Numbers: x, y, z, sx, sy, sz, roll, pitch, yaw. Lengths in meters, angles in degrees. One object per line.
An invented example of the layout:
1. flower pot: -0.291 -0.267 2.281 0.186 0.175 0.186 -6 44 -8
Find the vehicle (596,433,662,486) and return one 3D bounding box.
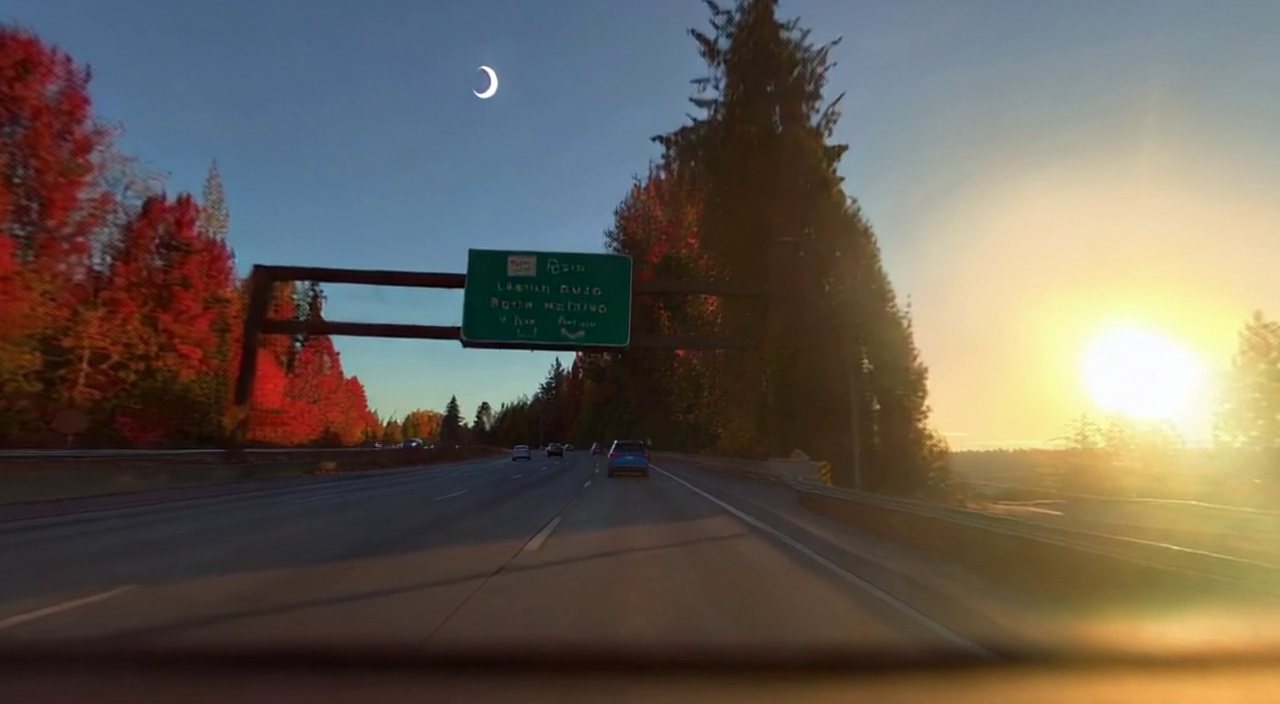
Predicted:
1. vehicle: -0.444 3.796 22.560 2.120 1.706 4.226 1 -8 -3
